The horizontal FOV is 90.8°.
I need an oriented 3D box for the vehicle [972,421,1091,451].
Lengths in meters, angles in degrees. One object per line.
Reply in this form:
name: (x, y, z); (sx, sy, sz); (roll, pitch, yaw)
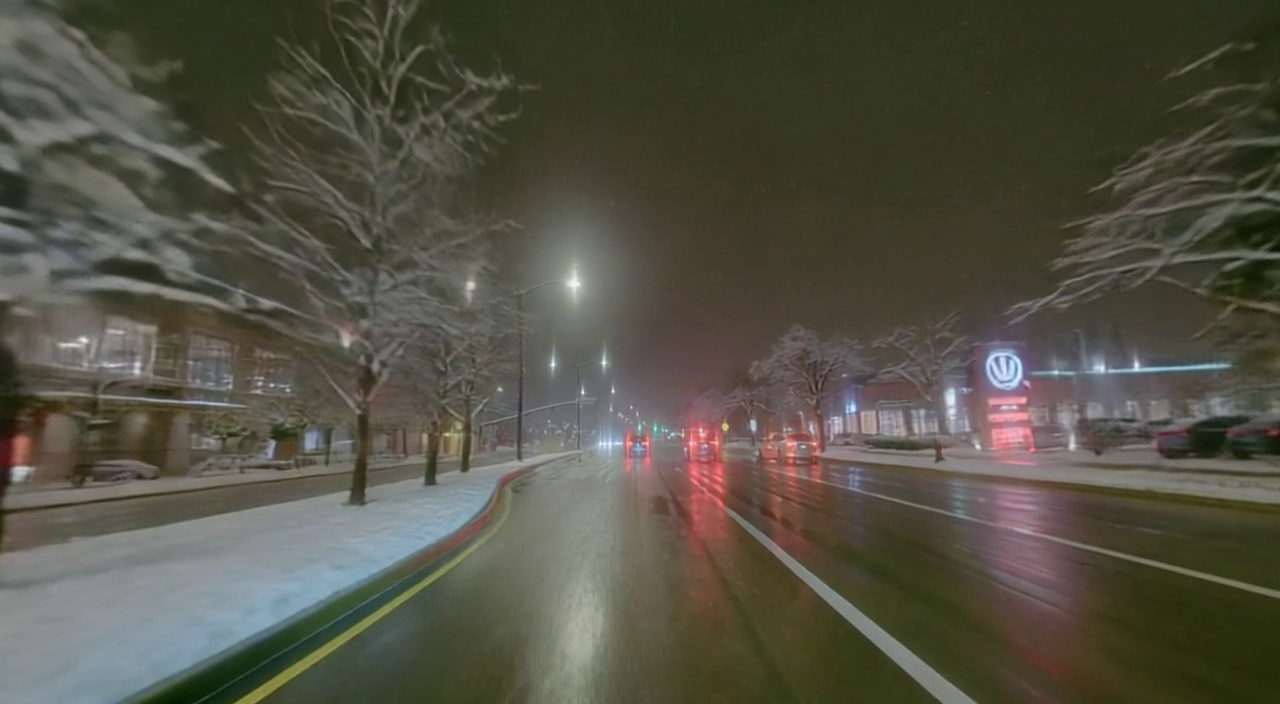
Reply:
vehicle: (20.503, 4.441, 33.246); (4.813, 1.483, 2.129); (0, -8, 0)

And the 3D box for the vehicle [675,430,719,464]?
vehicle: (2.986, 5.087, 33.889); (2.100, 1.683, 4.231); (0, -8, 2)

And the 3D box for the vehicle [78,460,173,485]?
vehicle: (-30.022, 7.030, 36.961); (4.040, 1.389, 1.664); (0, -9, -1)

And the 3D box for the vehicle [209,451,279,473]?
vehicle: (-29.879, 8.293, 47.754); (4.033, 1.531, 1.789); (0, -9, -4)

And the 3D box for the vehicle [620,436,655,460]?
vehicle: (-0.168, 6.233, 41.142); (2.110, 1.476, 4.294); (0, -8, 0)
